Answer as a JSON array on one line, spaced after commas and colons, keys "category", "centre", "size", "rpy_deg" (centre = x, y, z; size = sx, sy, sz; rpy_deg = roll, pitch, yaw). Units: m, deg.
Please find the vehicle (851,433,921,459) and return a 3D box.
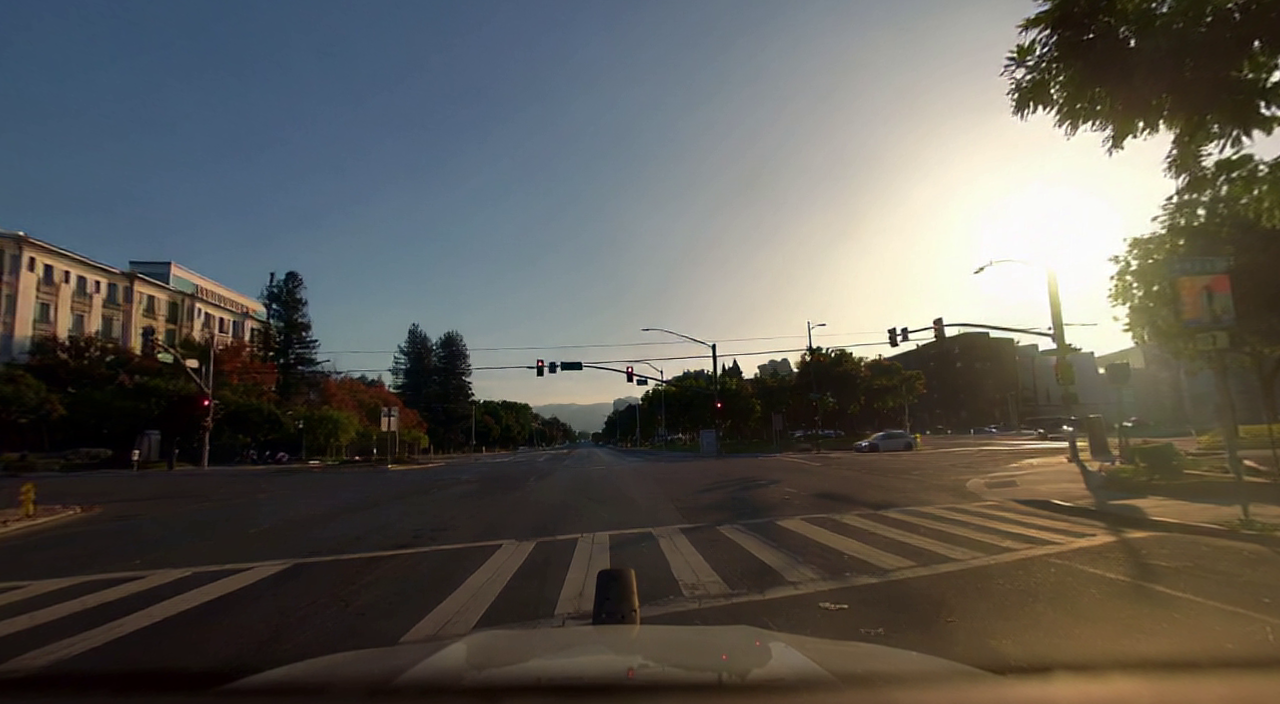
[{"category": "vehicle", "centre": [17.630, 6.743, 45.243], "size": [4.600, 1.783, 1.970], "rpy_deg": [4, -10, -26]}]
